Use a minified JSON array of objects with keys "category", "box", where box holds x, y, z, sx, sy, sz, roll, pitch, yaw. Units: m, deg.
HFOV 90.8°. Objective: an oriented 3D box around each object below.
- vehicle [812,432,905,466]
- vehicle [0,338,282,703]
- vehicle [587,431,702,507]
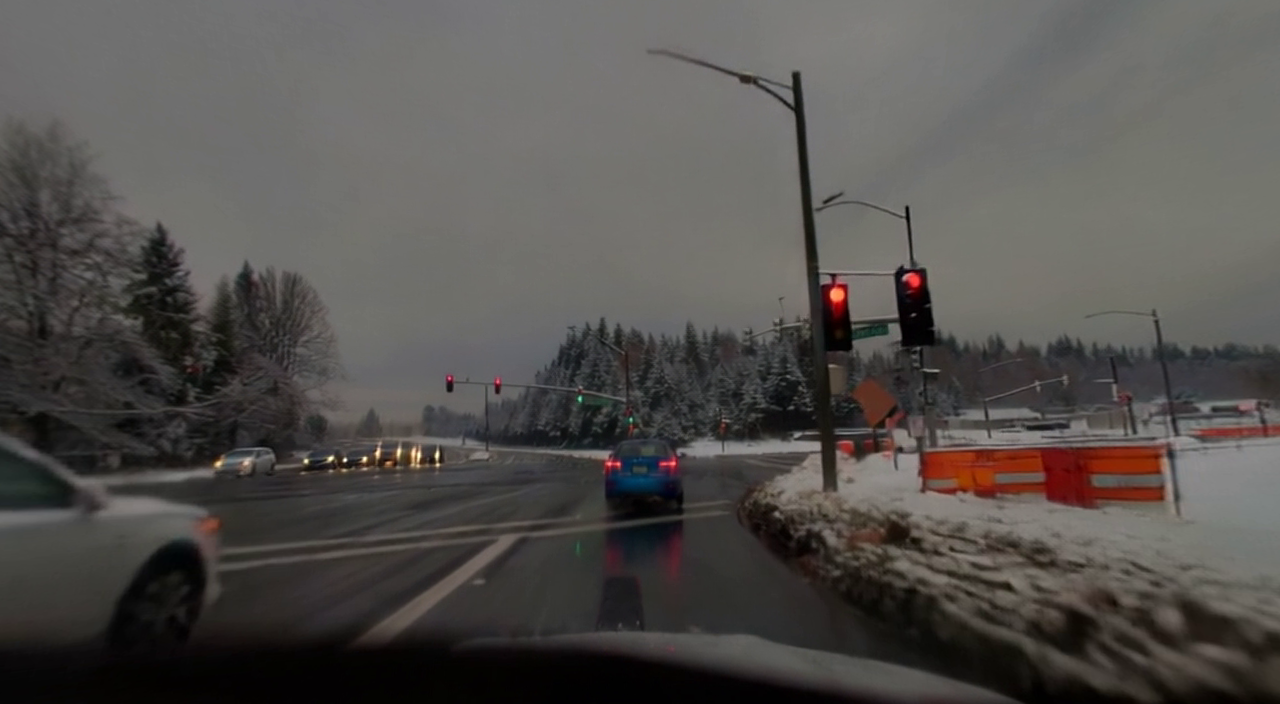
[{"category":"vehicle","box":[10.259,4.511,29.499,4.467,1.477,1.873,6,-11,-37]},{"category":"vehicle","box":[-4.087,0.831,2.646,2.240,1.844,5.043,0,-9,-1]},{"category":"vehicle","box":[0.284,2.709,15.039,2.183,1.506,4.286,-1,-9,8]}]
